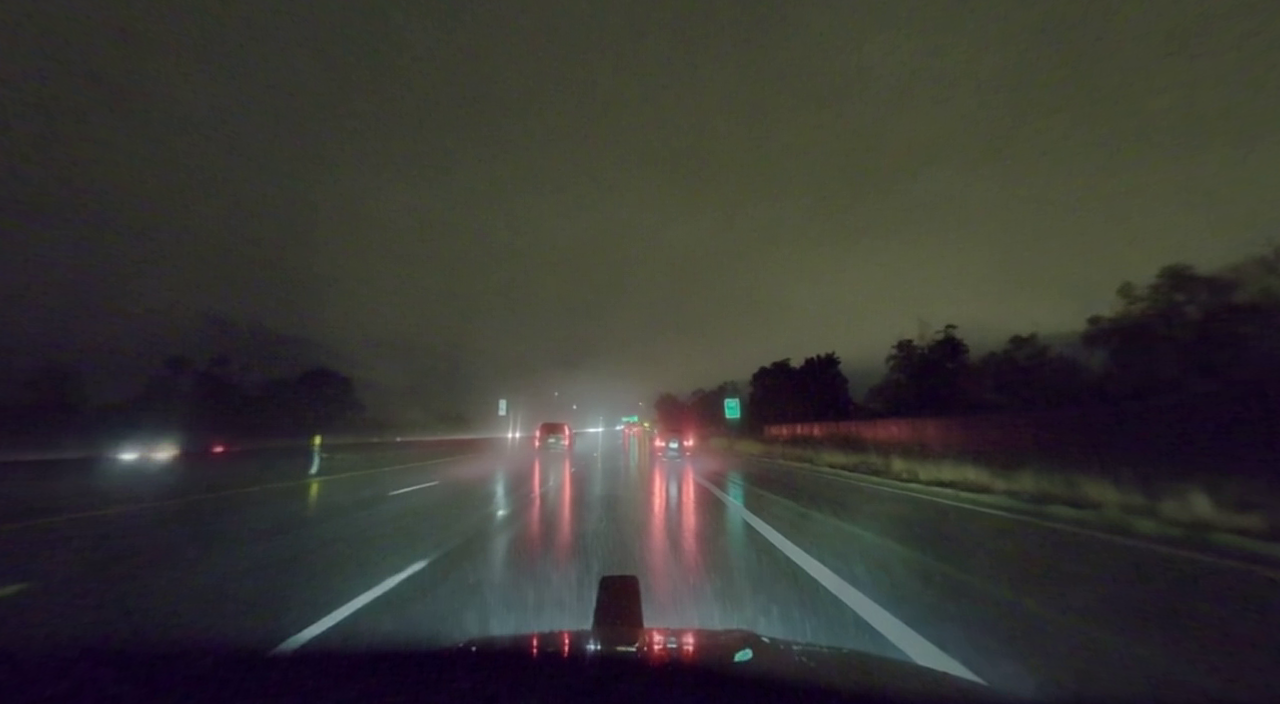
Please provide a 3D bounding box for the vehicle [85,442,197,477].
[{"bbox_3d":[-23.272,4.987,29.542,1.821,1.499,4.176,0,-8,0],"label":"vehicle"}]

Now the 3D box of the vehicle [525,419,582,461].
[{"bbox_3d":[-4.280,4.464,31.889,2.251,1.938,4.708,0,-8,0],"label":"vehicle"}]

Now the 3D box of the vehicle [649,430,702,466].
[{"bbox_3d":[1.502,4.250,28.113,1.948,1.470,3.913,0,-8,-3],"label":"vehicle"}]
